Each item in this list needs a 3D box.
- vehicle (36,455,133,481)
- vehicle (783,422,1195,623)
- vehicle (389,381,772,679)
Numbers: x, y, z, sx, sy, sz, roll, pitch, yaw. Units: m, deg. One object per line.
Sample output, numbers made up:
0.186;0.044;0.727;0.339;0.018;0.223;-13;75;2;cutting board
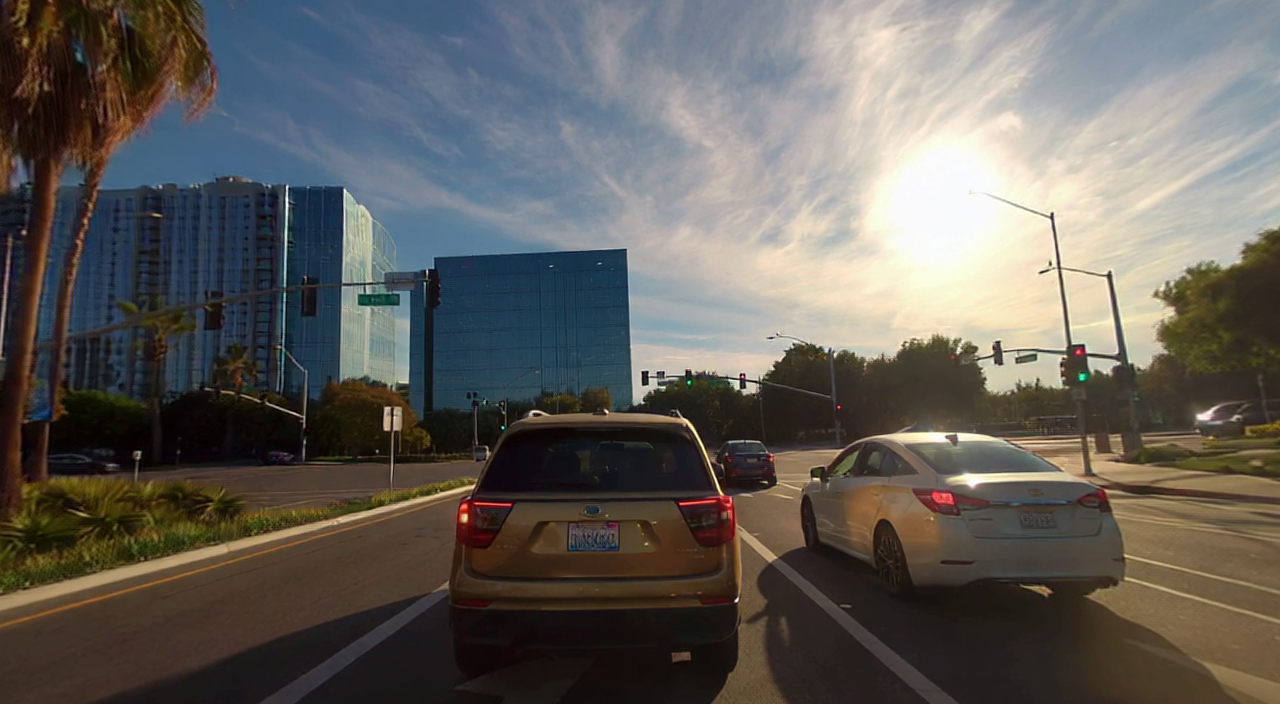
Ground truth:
-41.656;8.690;47.144;5.347;1.785;2.123;0;-8;2;vehicle
3.112;1.607;6.967;1.971;1.473;4.495;0;-8;0;vehicle
-0.340;1.316;5.690;2.172;1.694;4.055;0;-8;0;vehicle
